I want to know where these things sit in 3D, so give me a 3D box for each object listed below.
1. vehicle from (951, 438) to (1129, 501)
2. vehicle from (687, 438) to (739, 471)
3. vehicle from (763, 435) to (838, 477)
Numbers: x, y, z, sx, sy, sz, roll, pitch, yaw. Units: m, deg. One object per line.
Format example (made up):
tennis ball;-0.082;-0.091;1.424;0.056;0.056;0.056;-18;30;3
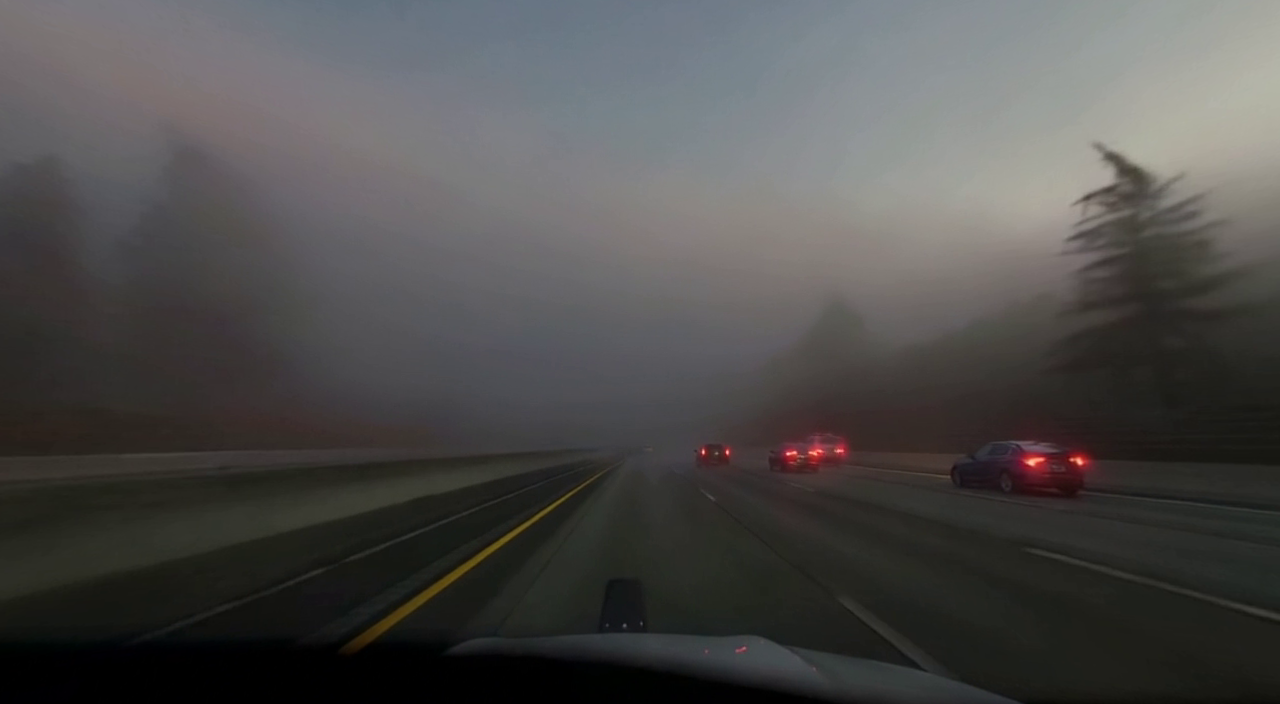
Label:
vehicle;10.740;3.170;17.431;1.970;1.479;4.480;0;-9;0
vehicle;3.909;5.590;34.541;2.326;1.644;4.206;0;-9;0
vehicle;7.227;4.744;28.944;2.178;1.749;4.570;0;-9;-1
